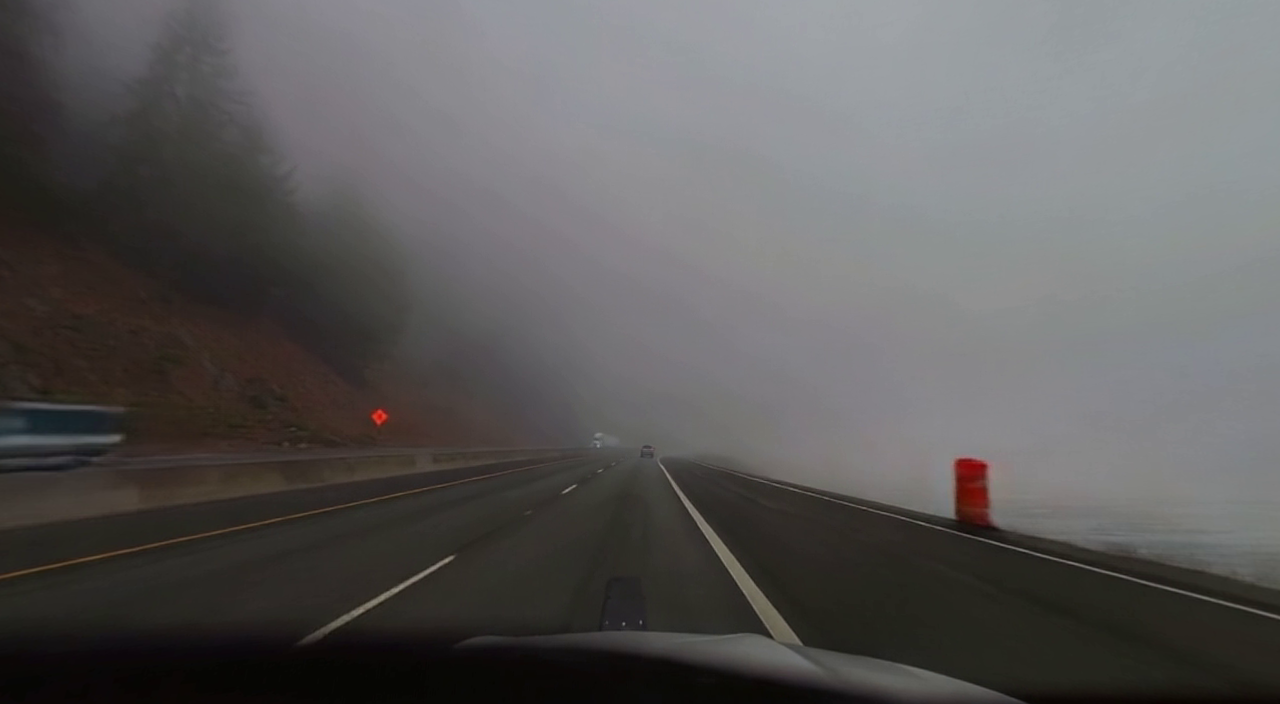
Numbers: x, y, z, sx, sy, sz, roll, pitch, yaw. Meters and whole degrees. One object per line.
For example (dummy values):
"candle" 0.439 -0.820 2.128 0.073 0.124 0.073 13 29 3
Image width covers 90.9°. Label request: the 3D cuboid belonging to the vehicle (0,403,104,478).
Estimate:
"vehicle" -17.959 2.345 16.695 2.266 1.970 5.815 0 -9 2
